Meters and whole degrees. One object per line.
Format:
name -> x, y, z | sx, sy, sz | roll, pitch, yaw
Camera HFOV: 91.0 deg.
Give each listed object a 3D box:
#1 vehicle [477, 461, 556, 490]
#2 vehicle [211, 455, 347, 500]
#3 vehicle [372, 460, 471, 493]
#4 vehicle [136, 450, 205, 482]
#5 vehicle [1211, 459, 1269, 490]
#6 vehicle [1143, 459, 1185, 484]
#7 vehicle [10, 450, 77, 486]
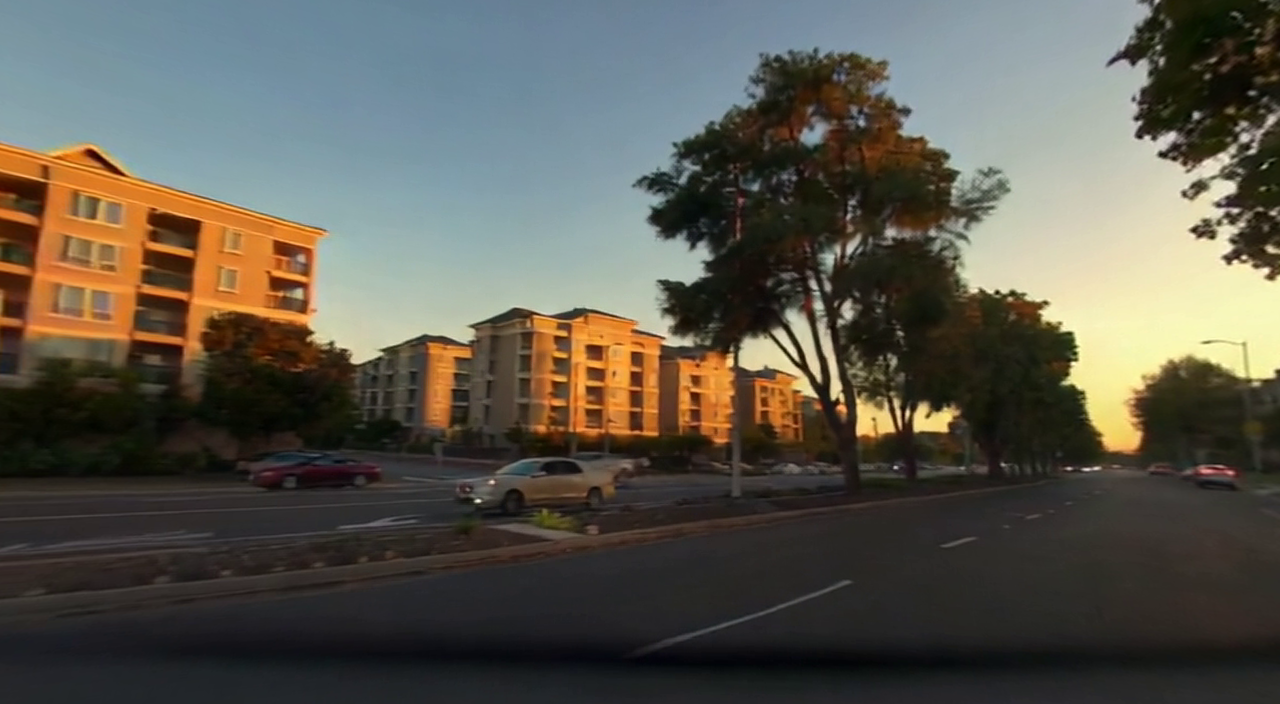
vehicle -> -7.265, 7.279, 37.408 | 1.816, 1.496, 4.384 | -7, -11, 39
vehicle -> -15.708, 5.418, 27.645 | 1.858, 1.739, 4.706 | -7, -12, 40
vehicle -> -10.908, 6.274, 31.781 | 1.933, 1.479, 4.718 | -6, -12, 24
vehicle -> -23.719, 5.717, 31.747 | 4.020, 1.464, 1.886 | -7, -12, 41
vehicle -> 40.796, 8.281, 42.893 | 2.241, 1.877, 4.810 | -7, -11, 38
vehicle -> 40.841, 9.260, 49.079 | 2.303, 1.741, 4.436 | -7, -11, 39
vehicle -> -27.057, 5.186, 28.515 | 3.975, 1.485, 1.908 | -8, -13, 44
